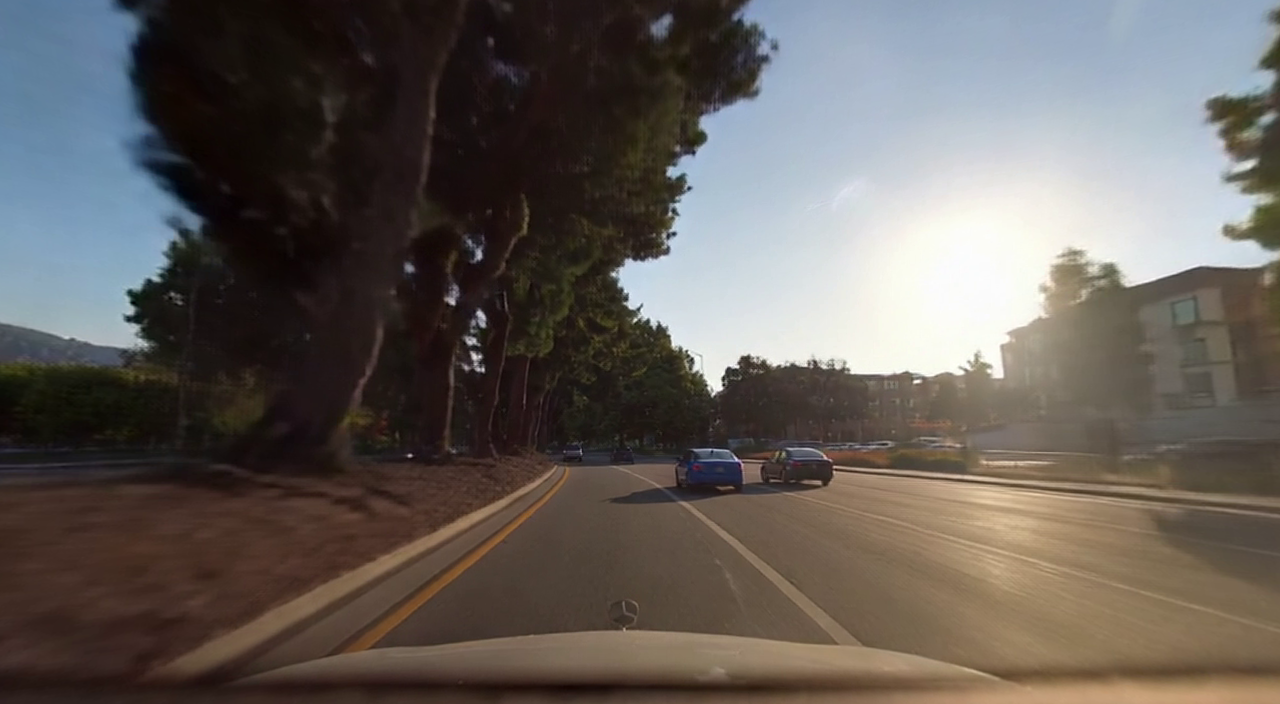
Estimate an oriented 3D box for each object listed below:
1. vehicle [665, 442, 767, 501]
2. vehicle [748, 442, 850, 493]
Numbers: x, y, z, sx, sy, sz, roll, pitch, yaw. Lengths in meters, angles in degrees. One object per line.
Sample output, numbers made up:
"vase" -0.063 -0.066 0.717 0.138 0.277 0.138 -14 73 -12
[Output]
"vehicle" 1.999 3.327 17.959 2.077 1.464 4.134 1 -8 -5
"vehicle" 5.084 3.735 20.805 1.901 1.474 4.363 1 -9 -5
